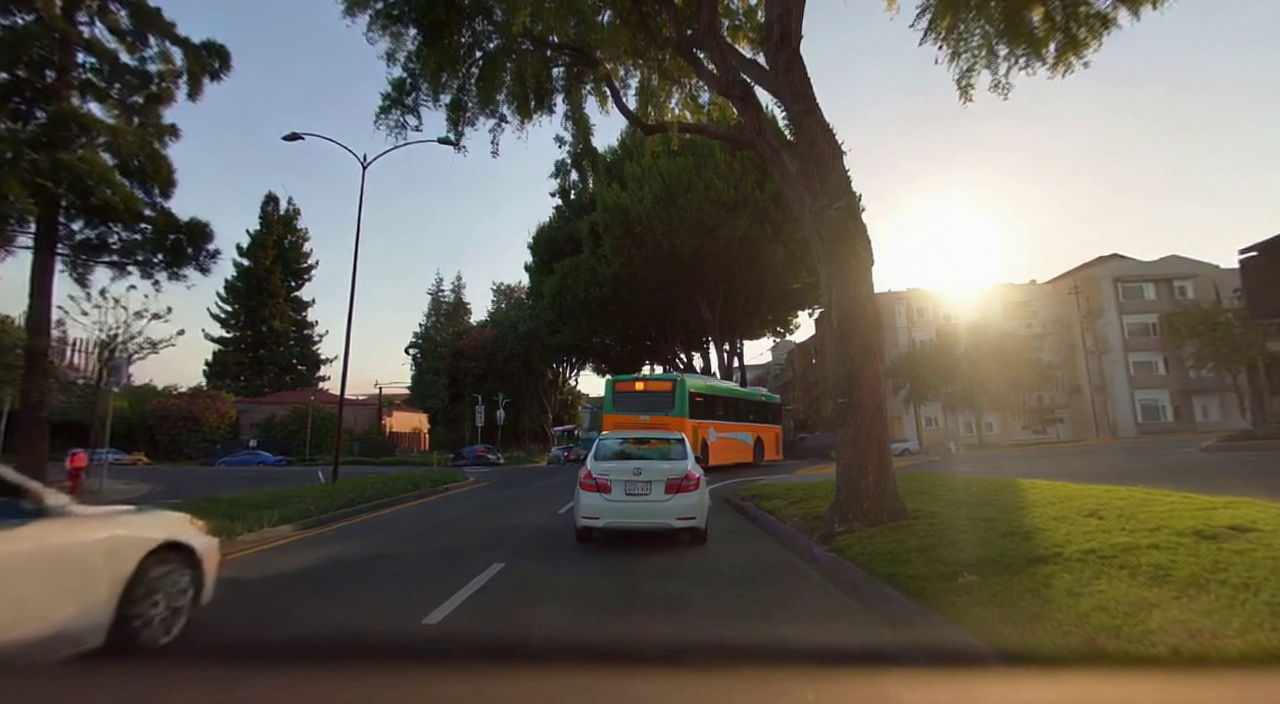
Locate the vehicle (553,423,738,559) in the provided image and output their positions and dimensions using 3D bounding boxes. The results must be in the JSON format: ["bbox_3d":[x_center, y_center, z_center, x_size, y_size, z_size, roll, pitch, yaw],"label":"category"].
[{"bbox_3d":[0.093,1.807,8.935,2.020,1.478,3.922,0,-8,1],"label":"vehicle"}]

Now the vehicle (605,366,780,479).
[{"bbox_3d":[2.476,2.778,23.635,2.948,3.303,9.977,-4,-9,26],"label":"vehicle"}]

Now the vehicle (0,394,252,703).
[{"bbox_3d":[-3.717,0.832,2.015,1.953,1.480,4.522,0,-8,2],"label":"vehicle"}]

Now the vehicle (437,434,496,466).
[{"bbox_3d":[-9.518,5.442,34.946,2.086,1.656,4.010,0,-9,0],"label":"vehicle"}]

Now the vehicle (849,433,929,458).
[{"bbox_3d":[15.708,5.898,39.751,4.422,1.457,1.882,-5,-10,29],"label":"vehicle"}]
